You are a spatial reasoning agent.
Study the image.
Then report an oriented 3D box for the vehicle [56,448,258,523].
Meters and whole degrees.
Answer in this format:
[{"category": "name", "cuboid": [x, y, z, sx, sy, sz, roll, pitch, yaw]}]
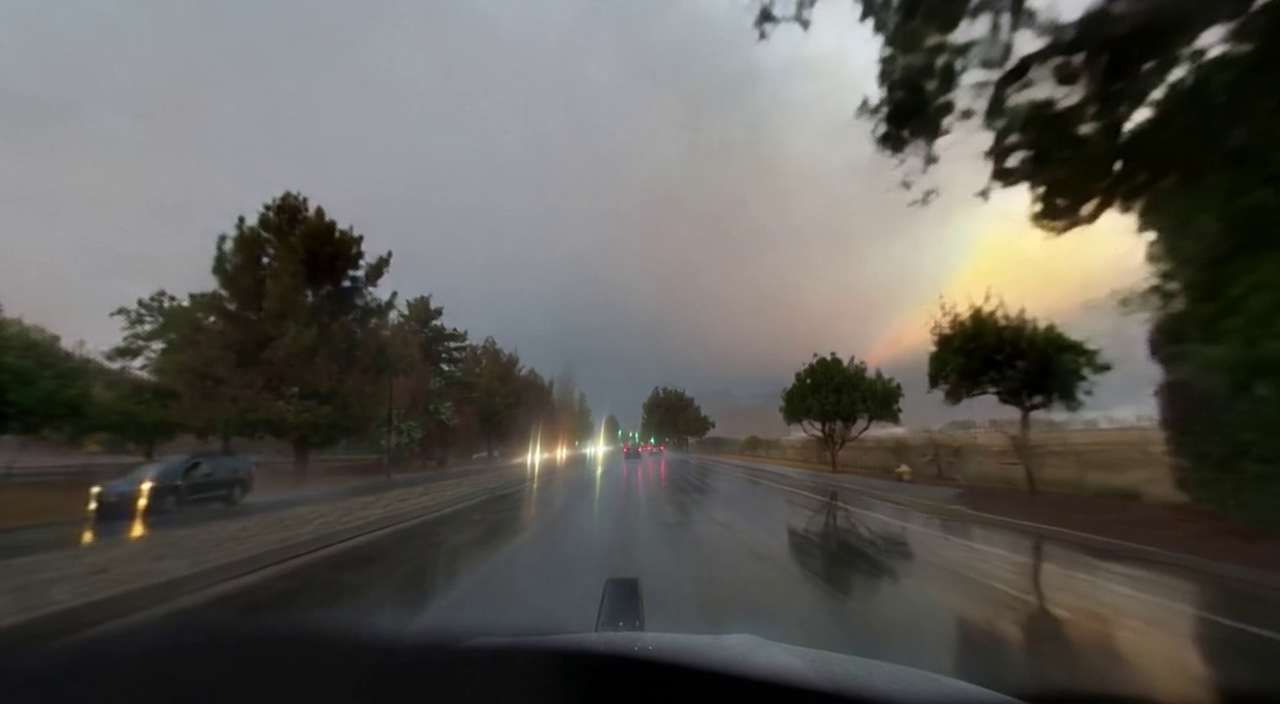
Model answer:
[{"category": "vehicle", "cuboid": [-14.589, 3.982, 19.665, 2.055, 1.742, 5.503, -4, -7, -1]}]
